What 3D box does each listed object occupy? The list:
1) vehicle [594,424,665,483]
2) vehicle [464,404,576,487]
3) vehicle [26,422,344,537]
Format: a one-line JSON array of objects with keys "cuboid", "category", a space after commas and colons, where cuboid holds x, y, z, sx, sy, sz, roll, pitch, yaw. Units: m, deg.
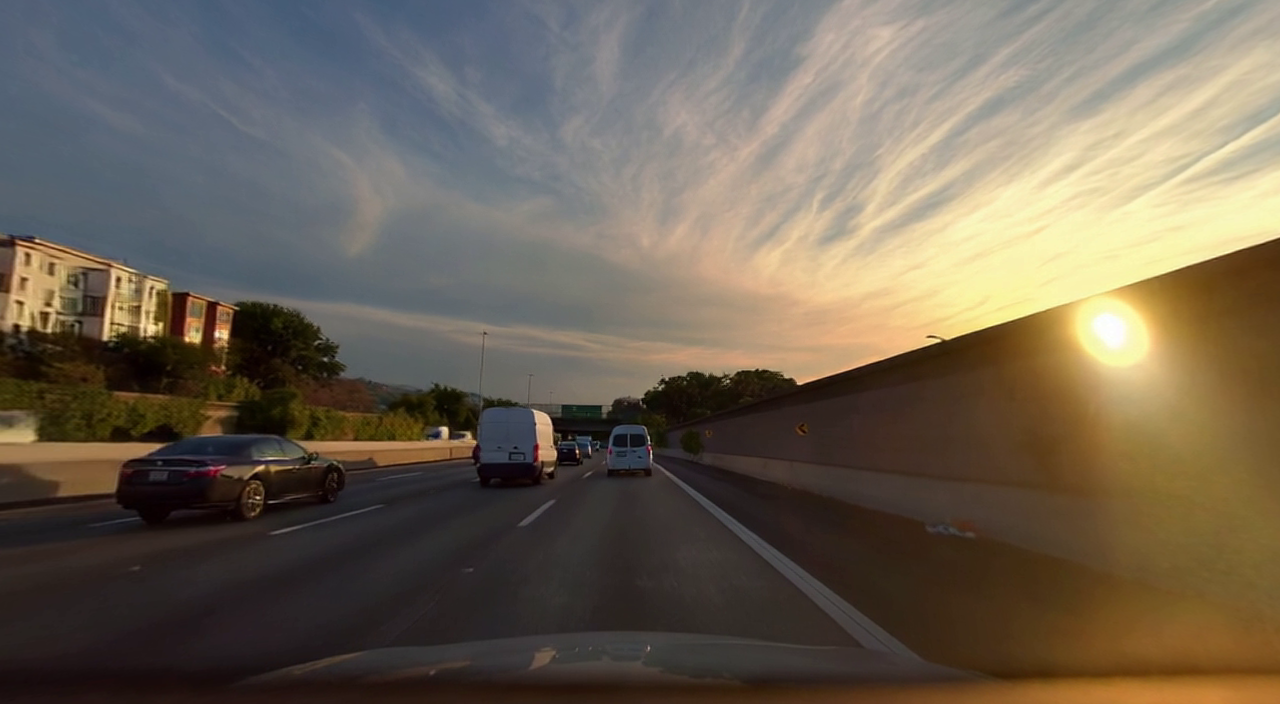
[{"cuboid": [-0.316, 3.477, 21.673, 2.207, 1.807, 4.199, 0, -9, 0], "category": "vehicle"}, {"cuboid": [-3.657, 3.057, 20.611, 2.504, 2.276, 5.933, 0, -9, 0], "category": "vehicle"}, {"cuboid": [-7.075, 2.021, 10.625, 1.959, 1.493, 4.575, 0, -9, 0], "category": "vehicle"}]
